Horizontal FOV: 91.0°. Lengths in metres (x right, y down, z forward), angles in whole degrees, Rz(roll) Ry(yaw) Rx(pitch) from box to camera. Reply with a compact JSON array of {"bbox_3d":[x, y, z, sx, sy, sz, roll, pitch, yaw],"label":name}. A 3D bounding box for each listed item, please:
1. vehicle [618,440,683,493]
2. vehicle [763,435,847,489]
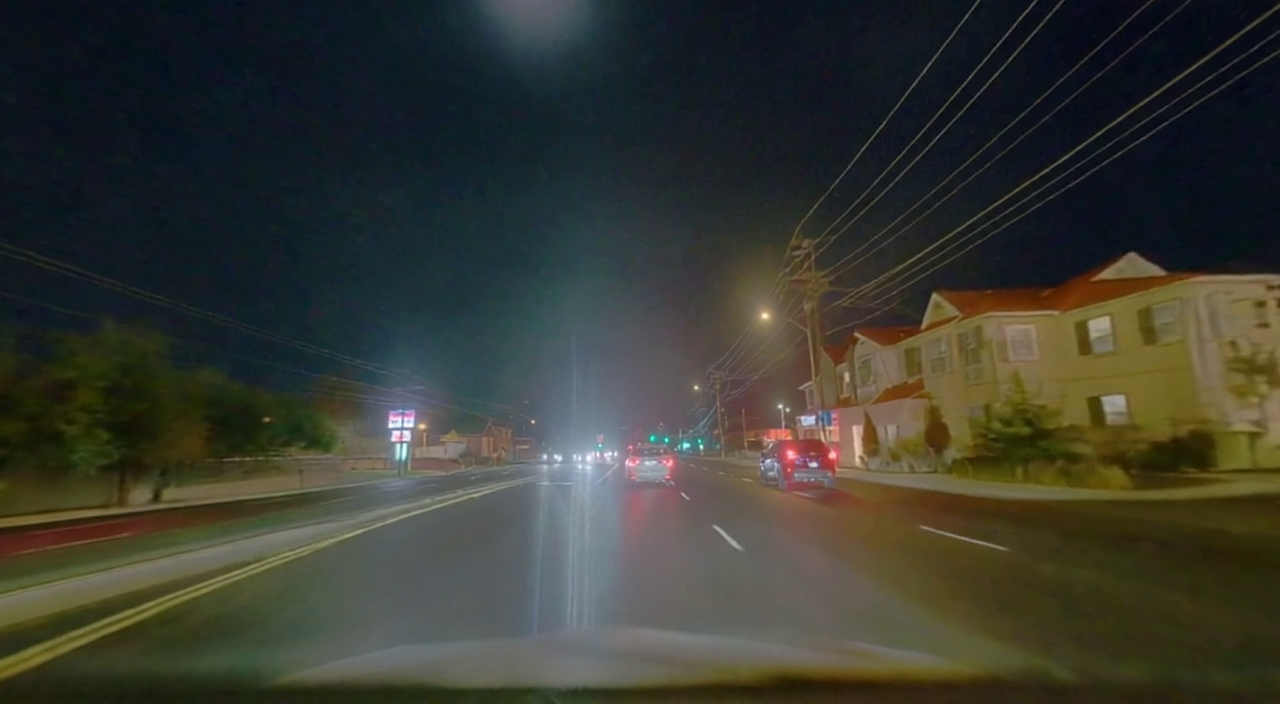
[{"bbox_3d":[0.341,4.121,22.955,2.138,1.702,4.168,0,-9,0],"label":"vehicle"},{"bbox_3d":[6.311,4.261,24.614,2.061,1.889,4.268,0,-9,0],"label":"vehicle"}]
